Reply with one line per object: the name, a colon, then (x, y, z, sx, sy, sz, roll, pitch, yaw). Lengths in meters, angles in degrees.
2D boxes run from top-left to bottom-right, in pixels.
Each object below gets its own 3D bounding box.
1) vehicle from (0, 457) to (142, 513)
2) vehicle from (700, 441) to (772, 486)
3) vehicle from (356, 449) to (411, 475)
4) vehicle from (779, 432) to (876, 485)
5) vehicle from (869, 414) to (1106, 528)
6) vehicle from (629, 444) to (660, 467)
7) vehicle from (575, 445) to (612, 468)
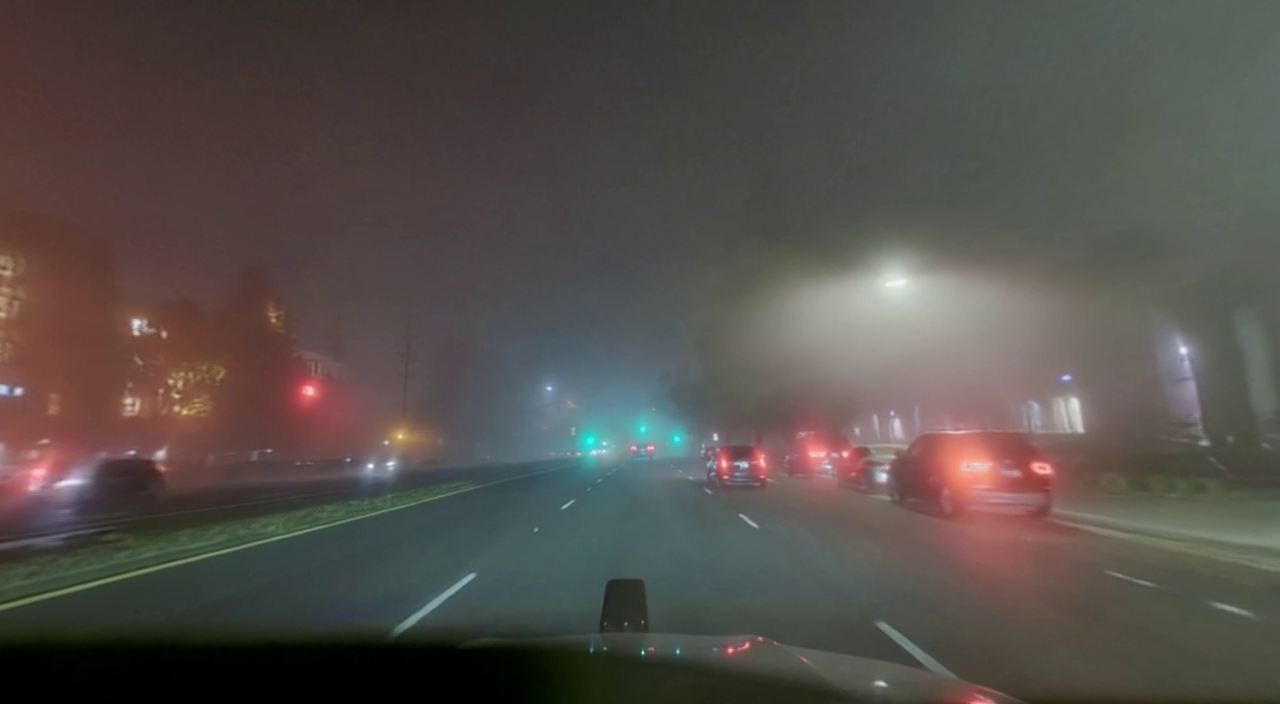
vehicle: (-18.831, 4.257, 20.334, 1.864, 1.458, 4.598, -5, -8, 0)
vehicle: (3.481, 4.129, 23.728, 1.990, 1.486, 4.431, 0, -8, 0)
vehicle: (-18.821, 8.073, 46.520, 2.022, 1.735, 4.695, 0, -8, 1)
vehicle: (7.186, 4.138, 24.907, 2.087, 1.823, 5.906, 0, -8, 1)
vehicle: (6.768, 2.387, 13.164, 2.215, 1.909, 4.875, 0, -8, 1)
vehicle: (0.356, 7.153, 43.822, 2.101, 1.480, 3.929, 0, -8, 2)
vehicle: (-3.049, 6.999, 42.528, 2.082, 1.467, 4.379, 0, -8, 1)
